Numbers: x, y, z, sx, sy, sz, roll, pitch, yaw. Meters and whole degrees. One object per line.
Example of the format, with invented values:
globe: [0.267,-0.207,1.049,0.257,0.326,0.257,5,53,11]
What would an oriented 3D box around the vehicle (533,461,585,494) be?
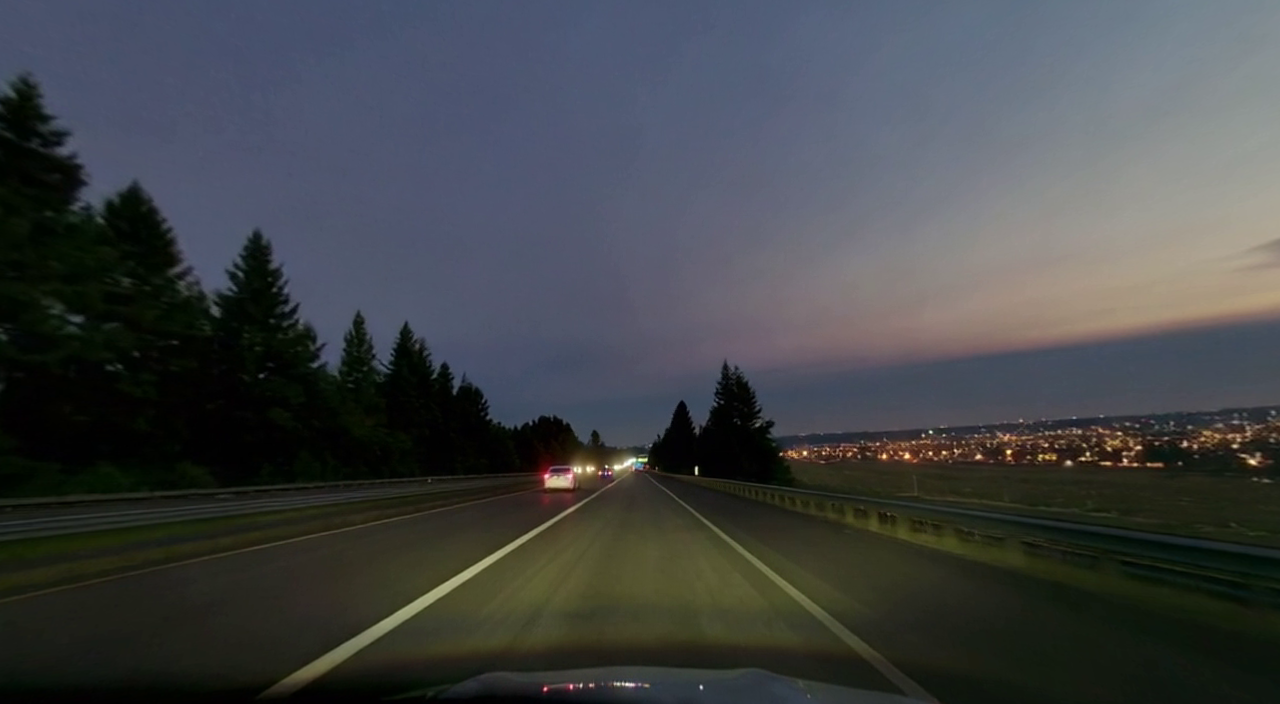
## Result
vehicle: [-4.126,6.524,32.829,2.040,1.525,4.603,1,-11,1]
